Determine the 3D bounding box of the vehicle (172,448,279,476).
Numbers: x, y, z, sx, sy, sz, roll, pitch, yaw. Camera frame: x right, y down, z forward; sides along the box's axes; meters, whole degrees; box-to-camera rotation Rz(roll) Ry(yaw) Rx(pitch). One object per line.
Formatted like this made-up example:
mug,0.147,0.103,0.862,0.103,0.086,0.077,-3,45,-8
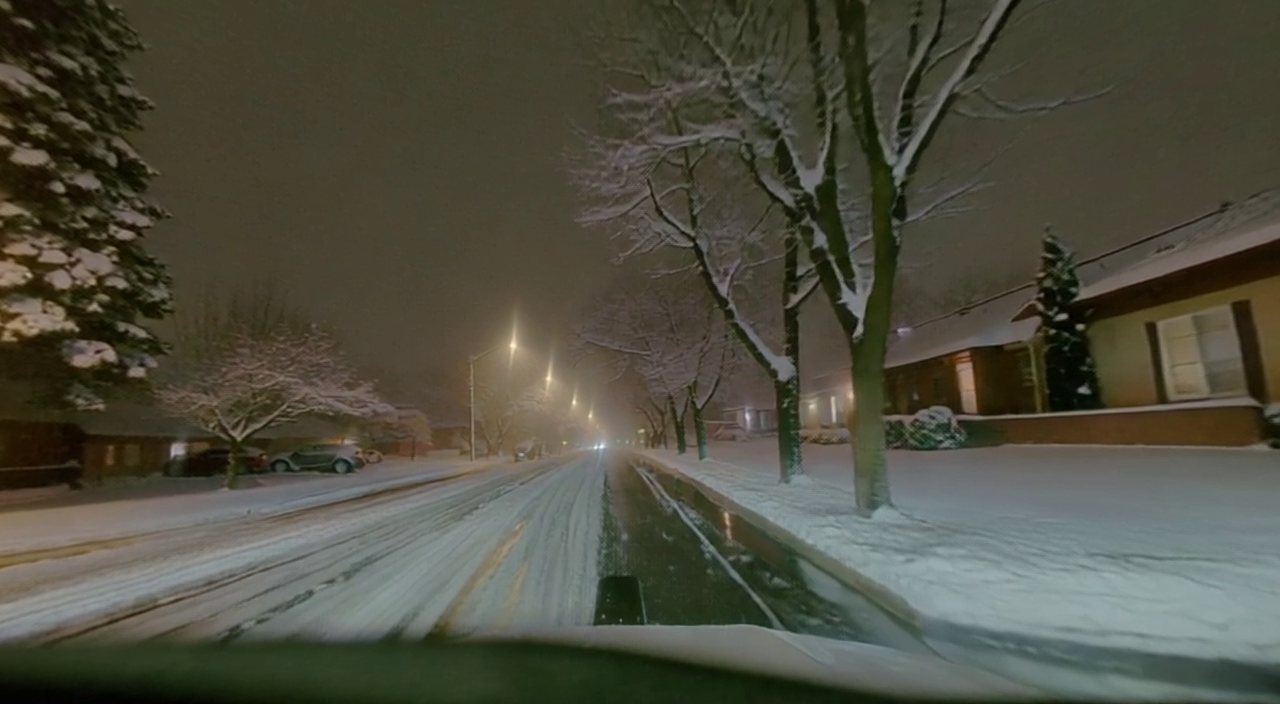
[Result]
vehicle,-22.619,5.988,34.603,4.531,1.470,1.855,0,-8,-1

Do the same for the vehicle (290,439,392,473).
vehicle,-16.235,5.655,34.521,4.559,1.745,1.918,1,-8,-4
